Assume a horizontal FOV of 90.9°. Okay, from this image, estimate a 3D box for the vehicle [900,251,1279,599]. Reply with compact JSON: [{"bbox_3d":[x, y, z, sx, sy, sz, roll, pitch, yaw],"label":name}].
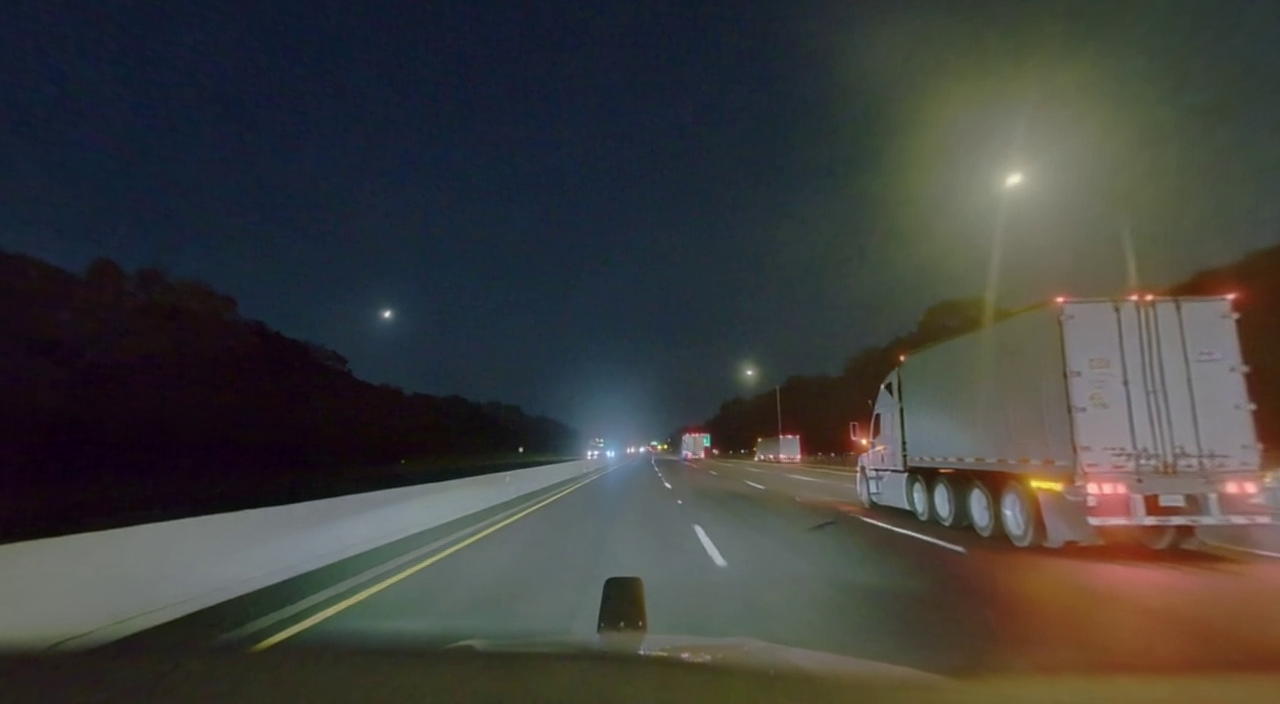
[{"bbox_3d":[6.923,1.191,9.537,2.690,3.197,7.515,0,-9,0],"label":"vehicle"}]
